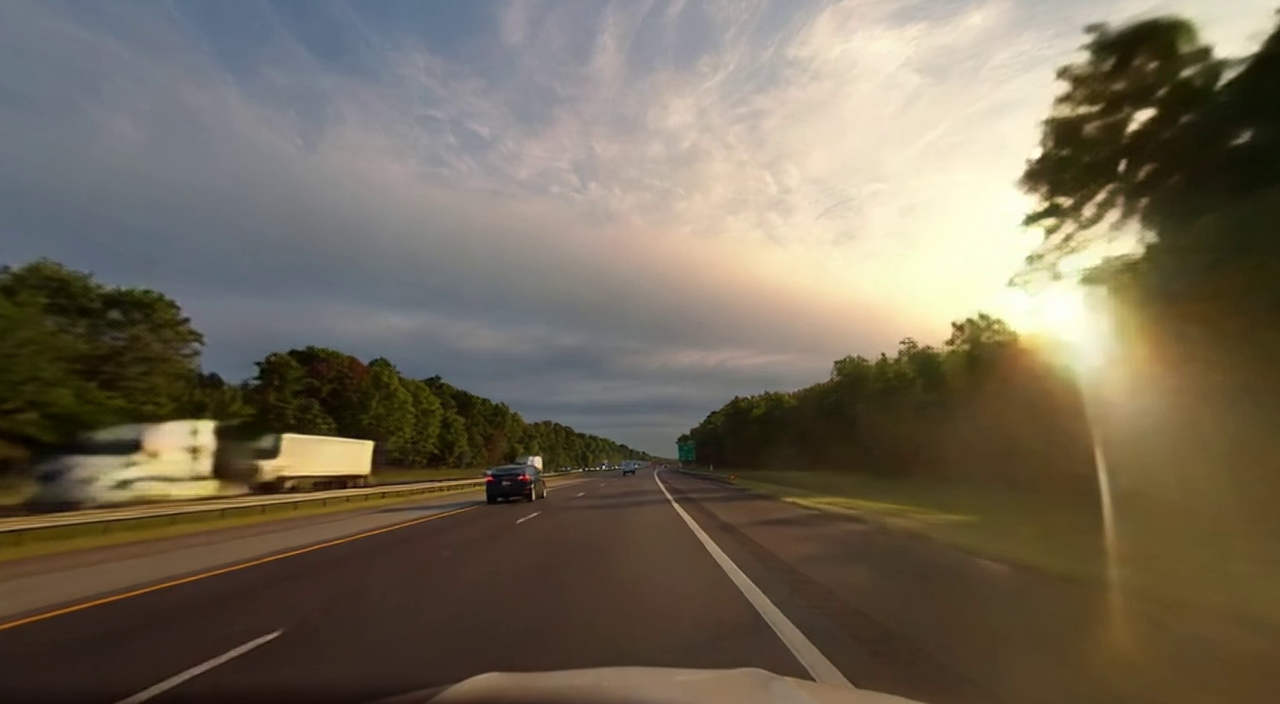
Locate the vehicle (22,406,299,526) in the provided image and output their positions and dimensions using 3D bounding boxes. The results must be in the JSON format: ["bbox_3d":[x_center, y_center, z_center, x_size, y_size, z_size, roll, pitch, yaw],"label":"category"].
[{"bbox_3d":[-13.336,3.336,18.523,2.639,2.823,6.702,0,-10,1],"label":"vehicle"}]

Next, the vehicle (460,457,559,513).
[{"bbox_3d":[-3.865,4.069,19.568,2.043,1.486,4.442,0,-10,1],"label":"vehicle"}]
